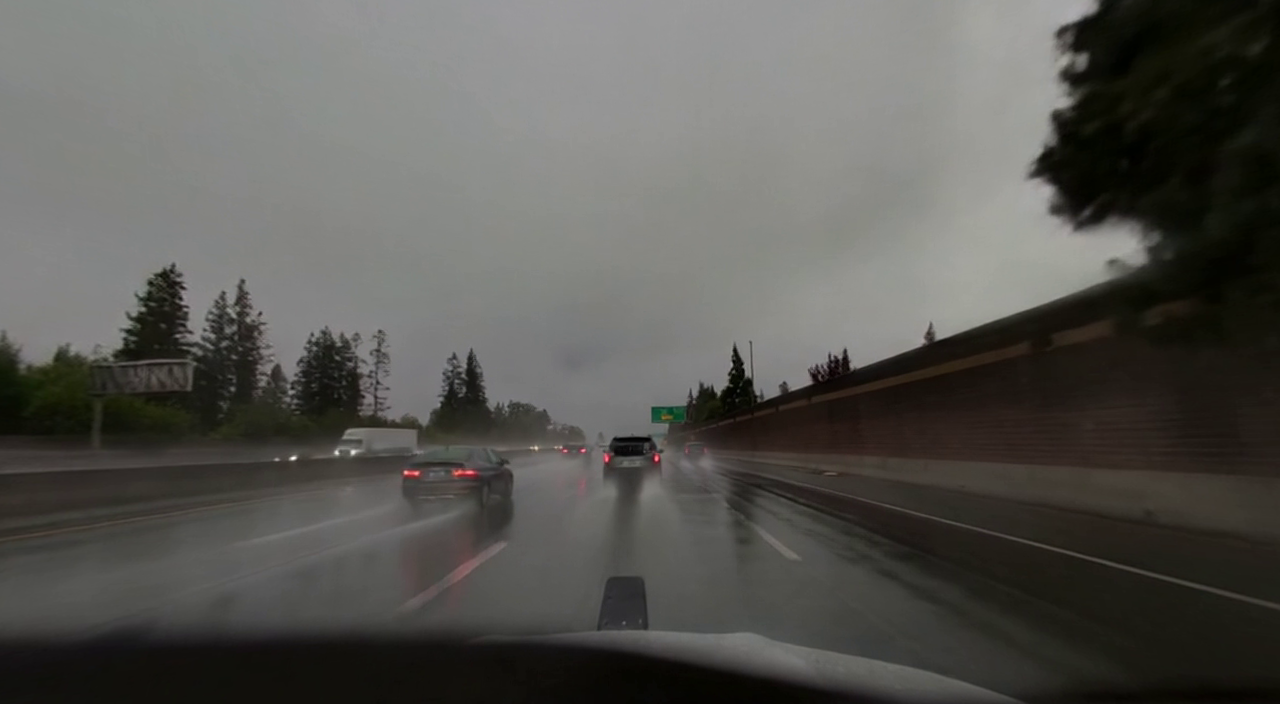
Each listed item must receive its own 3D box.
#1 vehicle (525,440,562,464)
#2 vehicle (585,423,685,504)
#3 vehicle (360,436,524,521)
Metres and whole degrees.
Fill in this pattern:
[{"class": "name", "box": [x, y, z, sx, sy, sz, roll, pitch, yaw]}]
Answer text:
[{"class": "vehicle", "box": [-7.255, 7.587, 47.742, 2.024, 1.706, 4.249, 0, -9, 1]}, {"class": "vehicle", "box": [-0.117, 2.836, 16.345, 2.233, 1.804, 4.273, 0, -9, 0]}, {"class": "vehicle", "box": [-3.772, 2.491, 12.926, 1.967, 1.442, 4.143, 0, -9, 1]}]
